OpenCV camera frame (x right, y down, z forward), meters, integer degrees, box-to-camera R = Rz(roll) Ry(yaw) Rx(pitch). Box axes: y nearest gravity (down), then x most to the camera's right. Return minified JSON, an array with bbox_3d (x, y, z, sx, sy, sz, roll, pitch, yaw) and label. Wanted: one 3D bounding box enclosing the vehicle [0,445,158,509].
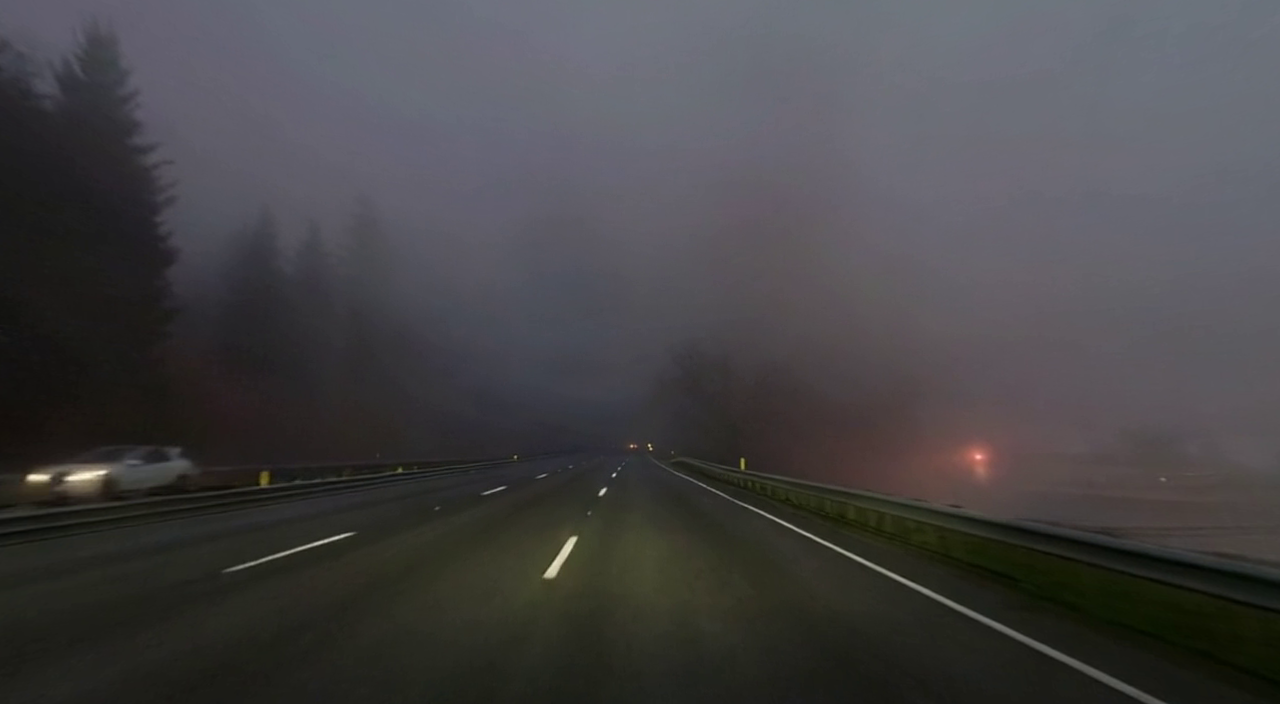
[{"bbox_3d":[-15.721,3.297,17.102,1.912,1.509,4.292,0,-9,-1],"label":"vehicle"}]
